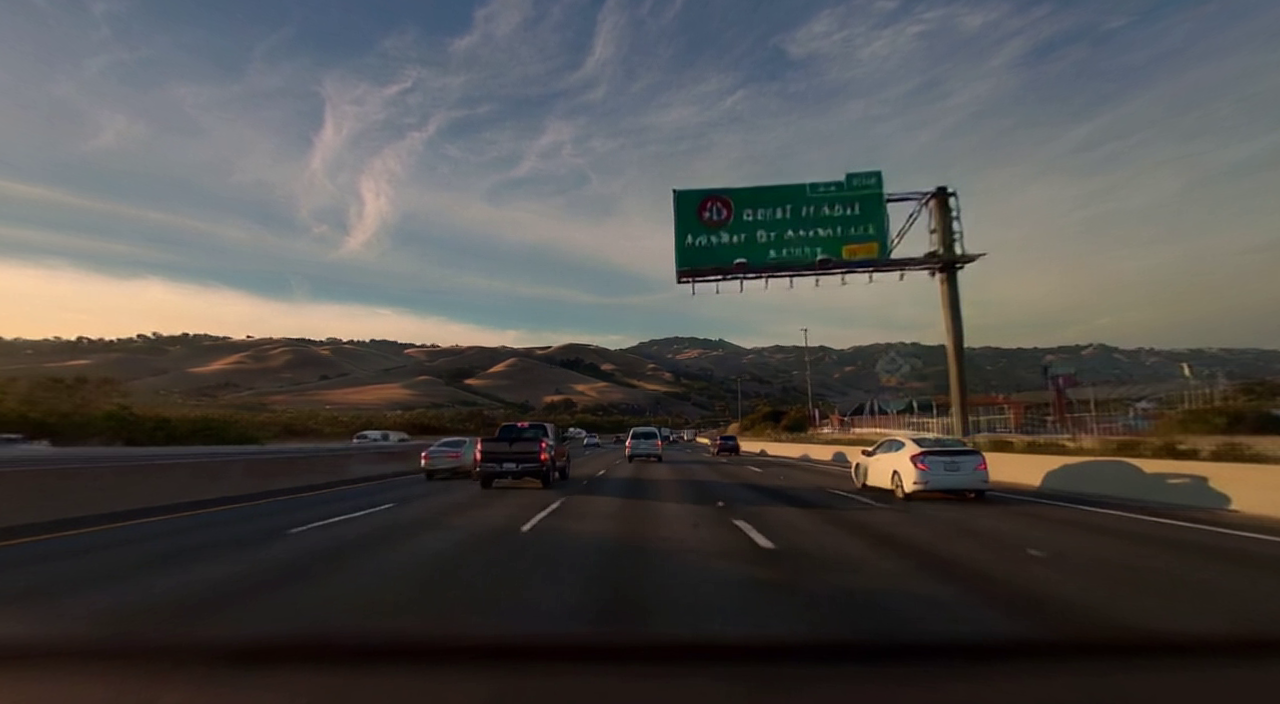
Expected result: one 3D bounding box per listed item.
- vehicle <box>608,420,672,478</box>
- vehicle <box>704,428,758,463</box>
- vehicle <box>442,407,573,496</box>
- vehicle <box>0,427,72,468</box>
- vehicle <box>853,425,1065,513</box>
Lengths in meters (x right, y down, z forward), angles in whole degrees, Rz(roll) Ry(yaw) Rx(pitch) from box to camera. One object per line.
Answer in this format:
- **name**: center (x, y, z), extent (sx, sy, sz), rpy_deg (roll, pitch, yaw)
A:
- **vehicle**: center (0.031, 3.384, 22.092), extent (2.052, 1.808, 3.898), rpy_deg (0, -8, 1)
- **vehicle**: center (4.906, 5.120, 34.629), extent (2.067, 1.775, 4.372), rpy_deg (0, -8, -3)
- **vehicle**: center (-3.328, 2.693, 17.287), extent (2.316, 1.999, 5.765), rpy_deg (0, -8, 0)
- **vehicle**: center (-35.268, 5.340, 35.326), extent (2.281, 2.161, 4.835), rpy_deg (0, -8, 1)
- **vehicle**: center (6.110, 2.286, 12.830), extent (1.998, 1.456, 4.338), rpy_deg (0, -8, -1)
